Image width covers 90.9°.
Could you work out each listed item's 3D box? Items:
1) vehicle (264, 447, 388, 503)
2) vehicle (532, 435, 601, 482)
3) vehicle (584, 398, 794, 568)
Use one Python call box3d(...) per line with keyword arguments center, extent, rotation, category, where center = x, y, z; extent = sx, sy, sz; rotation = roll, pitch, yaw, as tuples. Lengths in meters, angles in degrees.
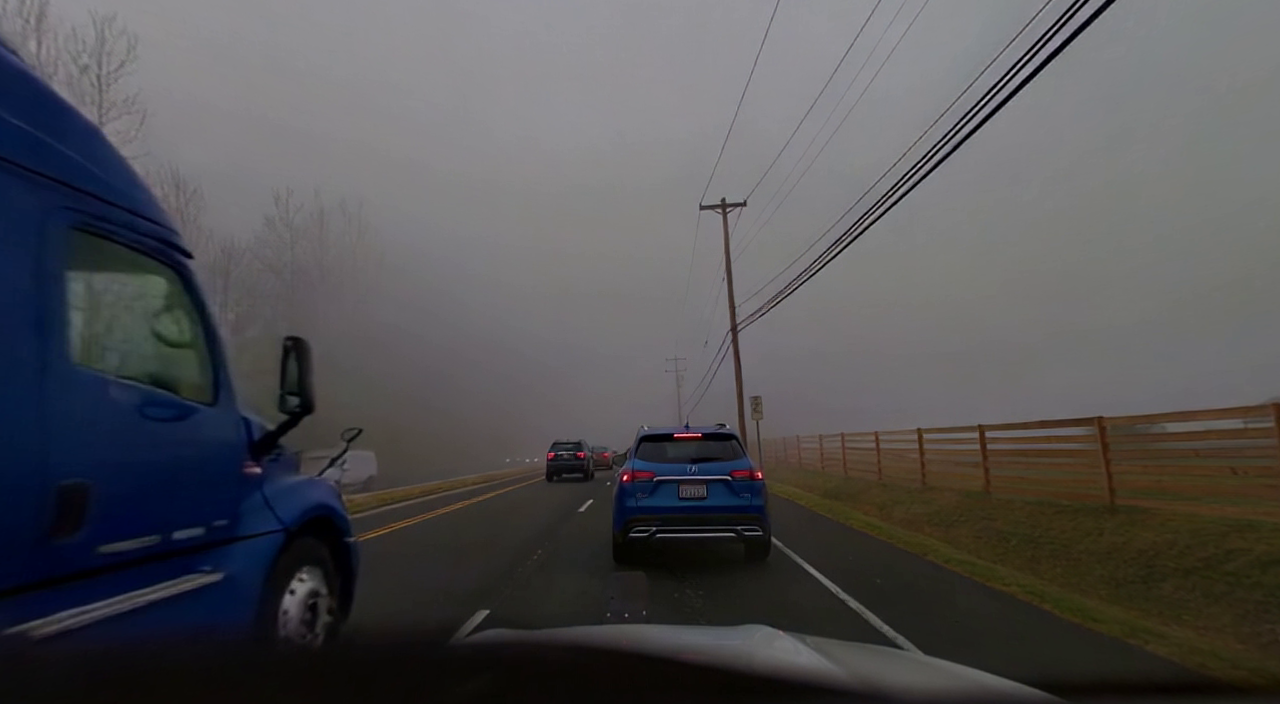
box3d(center=(-11.820, 4.623, 24.256), extent=(2.187, 1.863, 5.152), rotation=(-1, -9, -1), category="vehicle")
box3d(center=(-2.718, 4.075, 24.302), extent=(2.037, 1.639, 4.213), rotation=(0, -9, 2), category="vehicle")
box3d(center=(0.485, 1.673, 8.692), extent=(2.174, 1.749, 4.113), rotation=(0, -9, -1), category="vehicle")
